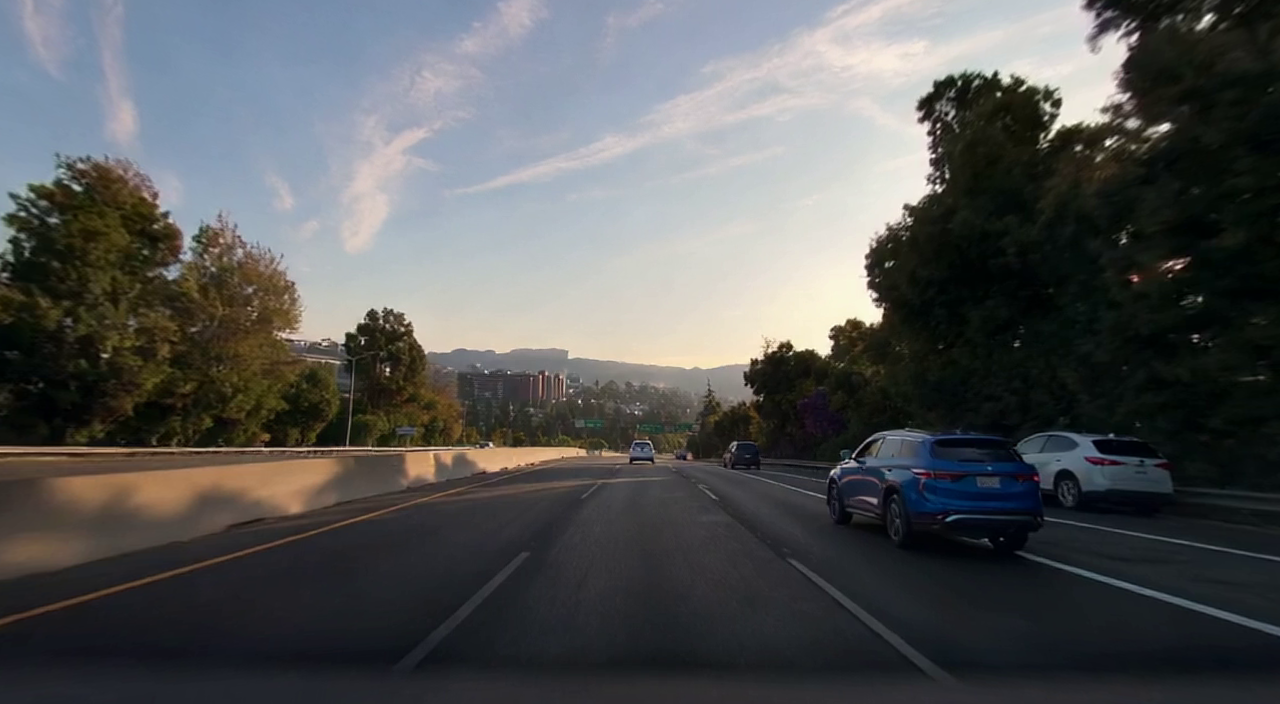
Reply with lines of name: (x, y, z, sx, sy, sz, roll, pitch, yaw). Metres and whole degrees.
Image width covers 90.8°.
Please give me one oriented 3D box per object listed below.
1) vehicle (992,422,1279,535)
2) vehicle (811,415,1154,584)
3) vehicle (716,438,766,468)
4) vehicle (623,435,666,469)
vehicle: (9.765, 2.493, 13.152, 1.967, 1.816, 4.775, 3, -8, -3)
vehicle: (4.016, 1.774, 8.520, 2.097, 1.659, 4.320, 0, -8, -2)
vehicle: (7.859, 7.930, 49.915, 2.526, 2.230, 6.190, 1, -8, -4)
vehicle: (0.178, 5.641, 35.916, 2.181, 1.768, 4.383, 0, -8, -2)
